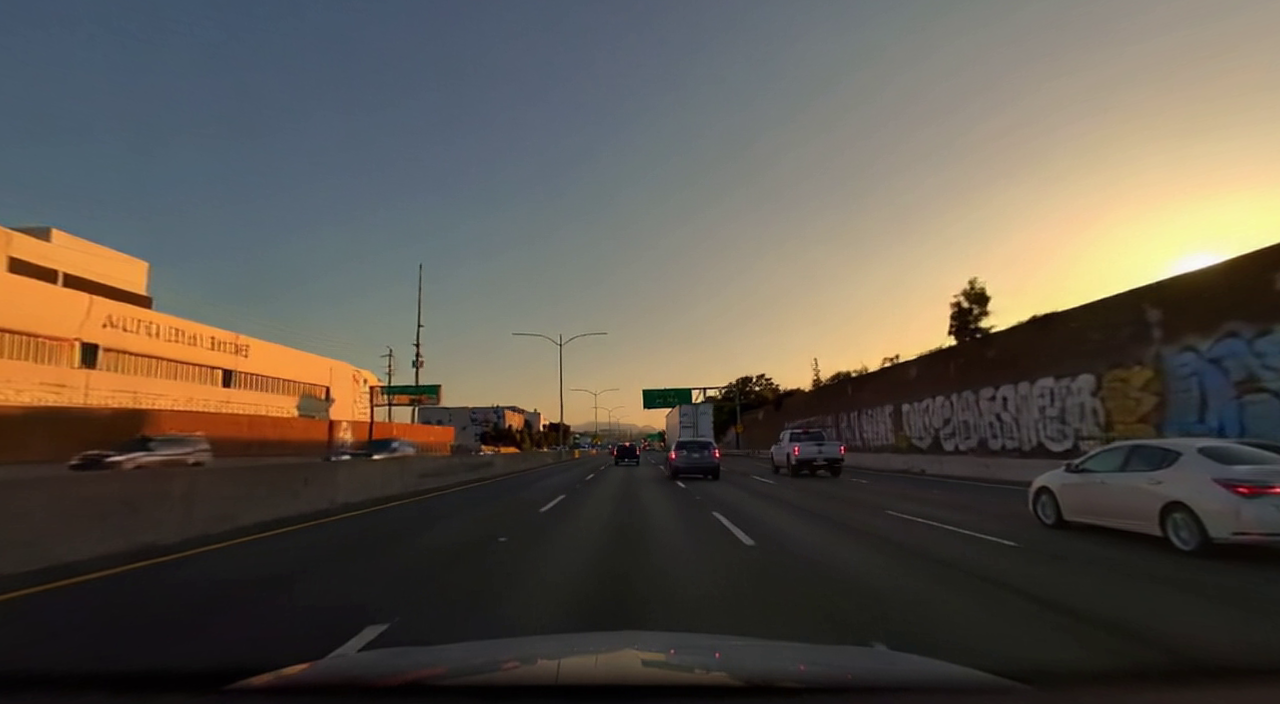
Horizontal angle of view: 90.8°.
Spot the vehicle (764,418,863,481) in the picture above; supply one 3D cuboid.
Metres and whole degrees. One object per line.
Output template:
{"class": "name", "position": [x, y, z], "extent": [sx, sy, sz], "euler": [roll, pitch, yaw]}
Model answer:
{"class": "vehicle", "position": [7.174, 4.152, 27.058], "extent": [2.322, 2.360, 6.433], "euler": [0, -9, -1]}

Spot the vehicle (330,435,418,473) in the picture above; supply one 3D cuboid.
{"class": "vehicle", "position": [-13.025, 5.039, 31.350], "extent": [2.309, 1.726, 4.818], "euler": [0, -9, -1]}

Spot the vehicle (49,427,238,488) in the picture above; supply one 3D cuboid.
{"class": "vehicle", "position": [-17.379, 3.746, 22.637], "extent": [2.272, 1.893, 5.579], "euler": [0, -9, -1]}

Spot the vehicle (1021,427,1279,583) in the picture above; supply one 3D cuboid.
{"class": "vehicle", "position": [7.058, 1.703, 7.637], "extent": [1.915, 1.476, 4.677], "euler": [0, -9, -1]}

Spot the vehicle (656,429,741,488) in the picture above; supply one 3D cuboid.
{"class": "vehicle", "position": [1.927, 3.778, 22.697], "extent": [2.249, 1.843, 5.176], "euler": [0, -9, -4]}

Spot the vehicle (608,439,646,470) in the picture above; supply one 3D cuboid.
{"class": "vehicle", "position": [-0.755, 5.905, 36.493], "extent": [2.073, 1.640, 3.990], "euler": [0, -9, -1]}
